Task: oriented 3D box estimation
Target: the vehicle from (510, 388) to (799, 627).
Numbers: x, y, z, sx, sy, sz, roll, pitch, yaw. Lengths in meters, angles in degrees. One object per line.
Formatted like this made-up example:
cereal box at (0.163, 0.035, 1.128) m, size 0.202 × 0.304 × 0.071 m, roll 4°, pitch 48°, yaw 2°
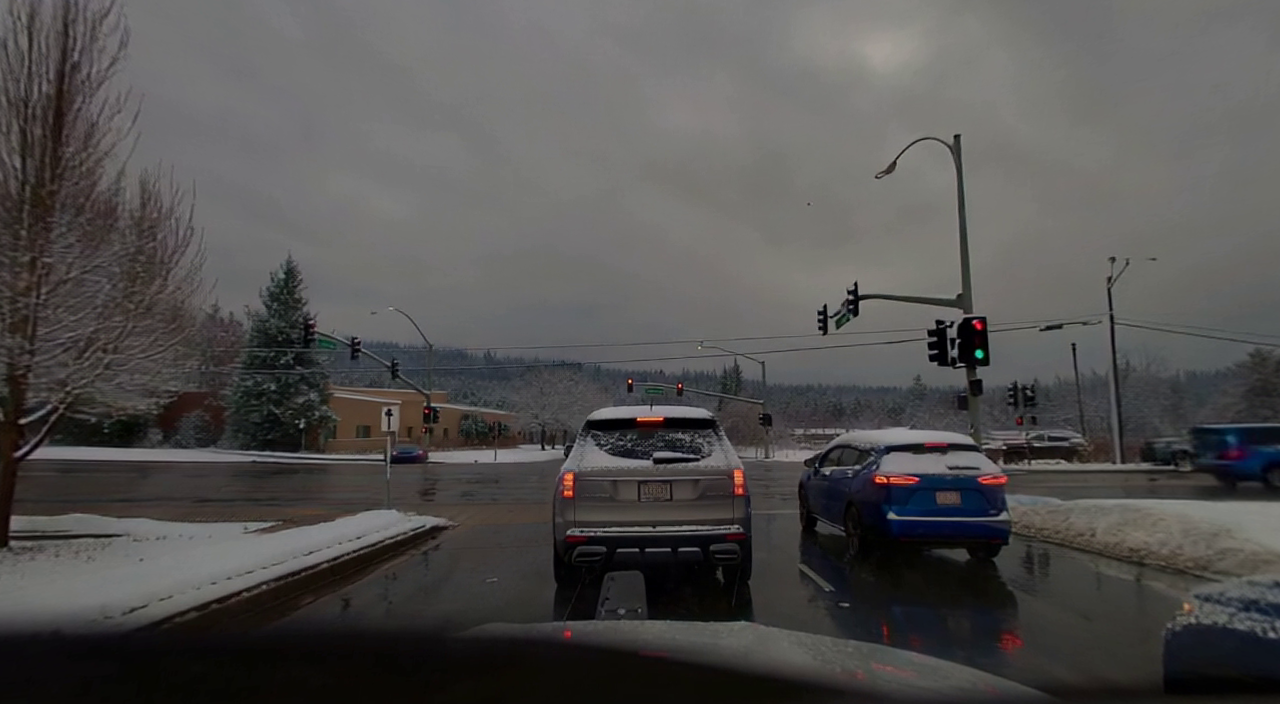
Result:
vehicle at (0.103, 1.497, 7.070) m, size 2.170 × 1.793 × 4.468 m, roll 0°, pitch -8°, yaw 0°

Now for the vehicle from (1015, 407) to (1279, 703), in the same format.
vehicle at (3.157, 0.820, 1.428) m, size 1.924 × 1.466 × 4.461 m, roll 0°, pitch -8°, yaw 1°

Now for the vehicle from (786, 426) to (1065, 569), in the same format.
vehicle at (3.526, 1.861, 8.867) m, size 1.861 × 1.495 × 4.215 m, roll 0°, pitch -8°, yaw -1°
